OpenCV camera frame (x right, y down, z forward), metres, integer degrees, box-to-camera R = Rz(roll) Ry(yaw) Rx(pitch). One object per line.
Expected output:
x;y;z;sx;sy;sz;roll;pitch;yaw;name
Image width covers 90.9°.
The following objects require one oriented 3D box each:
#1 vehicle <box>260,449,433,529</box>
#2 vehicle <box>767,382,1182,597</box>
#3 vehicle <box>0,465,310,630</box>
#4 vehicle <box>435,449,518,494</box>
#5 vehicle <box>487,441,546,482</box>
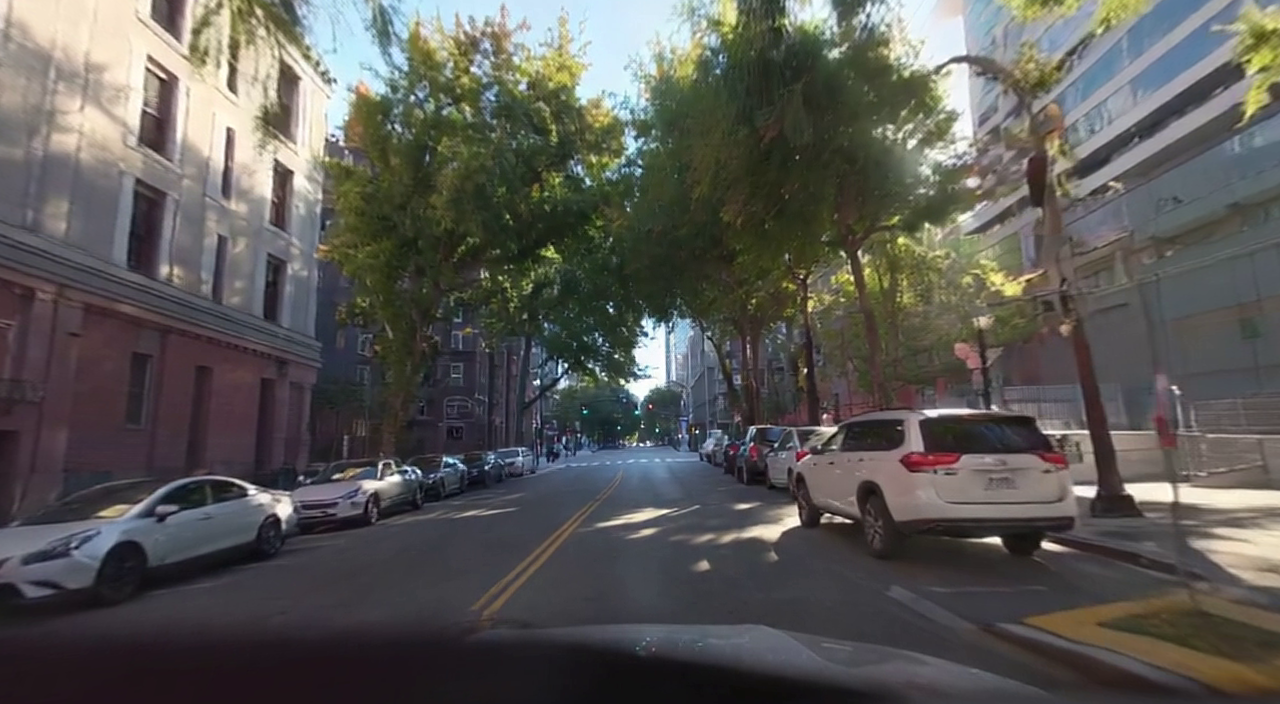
-6.748;3.148;15.173;2.110;1.498;4.555;-1;-8;-2;vehicle
3.891;1.764;9.220;2.568;2.001;5.999;-2;-8;-2;vehicle
-6.875;2.439;8.888;1.889;1.451;5.013;-1;-8;-2;vehicle
-6.539;4.805;25.781;2.270;1.539;4.855;-1;-8;-2;vehicle
-6.325;5.637;32.857;2.273;1.871;4.920;-1;-8;-2;vehicle
